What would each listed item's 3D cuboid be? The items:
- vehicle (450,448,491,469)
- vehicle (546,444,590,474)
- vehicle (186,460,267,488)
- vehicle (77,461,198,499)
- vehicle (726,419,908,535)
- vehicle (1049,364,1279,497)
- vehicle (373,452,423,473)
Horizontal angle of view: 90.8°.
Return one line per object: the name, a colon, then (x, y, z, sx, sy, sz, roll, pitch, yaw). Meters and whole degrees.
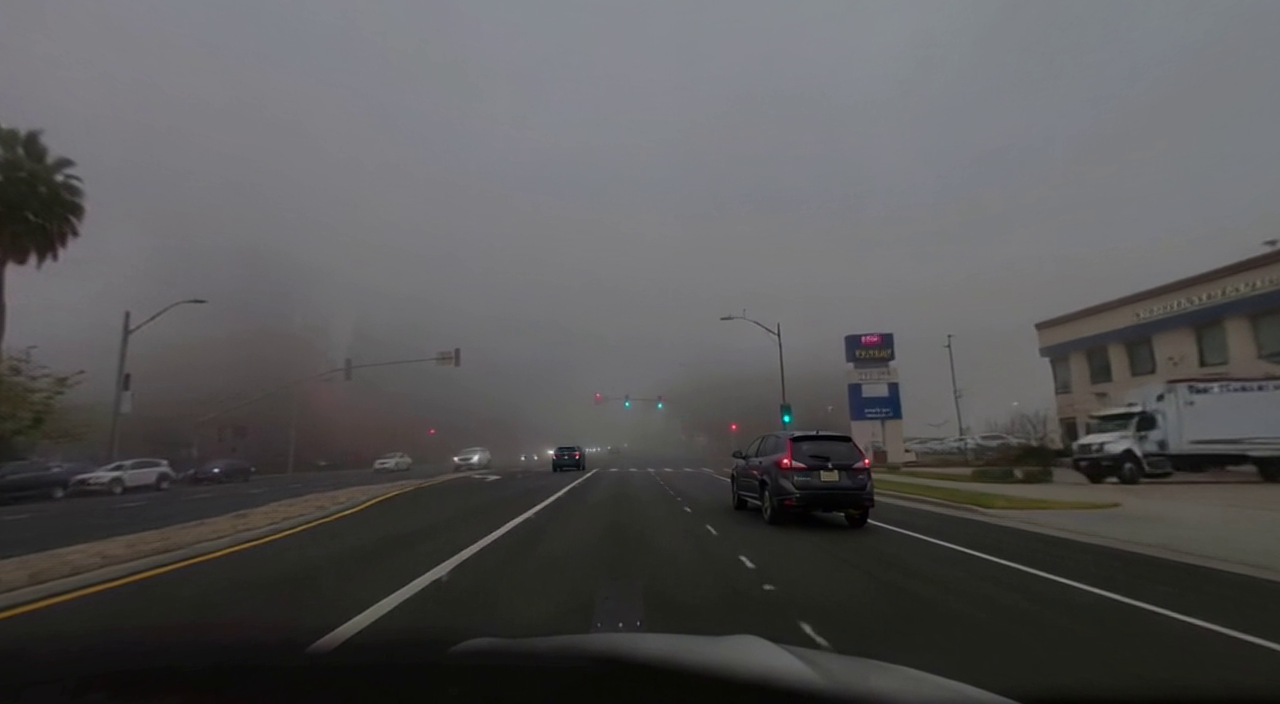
vehicle: (-13.176, 8.276, 49.330, 1.963, 1.545, 4.320, 0, -9, 0)
vehicle: (-3.874, 5.818, 34.582, 2.034, 1.498, 3.995, 0, -9, -1)
vehicle: (-23.369, 6.882, 35.875, 1.752, 1.430, 4.078, -1, -9, 2)
vehicle: (-23.237, 5.887, 29.503, 1.997, 1.434, 4.569, -2, -9, -1)
vehicle: (2.950, 2.201, 11.677, 1.982, 1.711, 4.276, 0, -9, -2)
vehicle: (15.281, 2.096, 16.753, 6.704, 3.194, 2.704, -1, -9, 4)
vehicle: (-19.041, 8.689, 49.900, 2.056, 1.504, 4.787, 0, -9, 0)
